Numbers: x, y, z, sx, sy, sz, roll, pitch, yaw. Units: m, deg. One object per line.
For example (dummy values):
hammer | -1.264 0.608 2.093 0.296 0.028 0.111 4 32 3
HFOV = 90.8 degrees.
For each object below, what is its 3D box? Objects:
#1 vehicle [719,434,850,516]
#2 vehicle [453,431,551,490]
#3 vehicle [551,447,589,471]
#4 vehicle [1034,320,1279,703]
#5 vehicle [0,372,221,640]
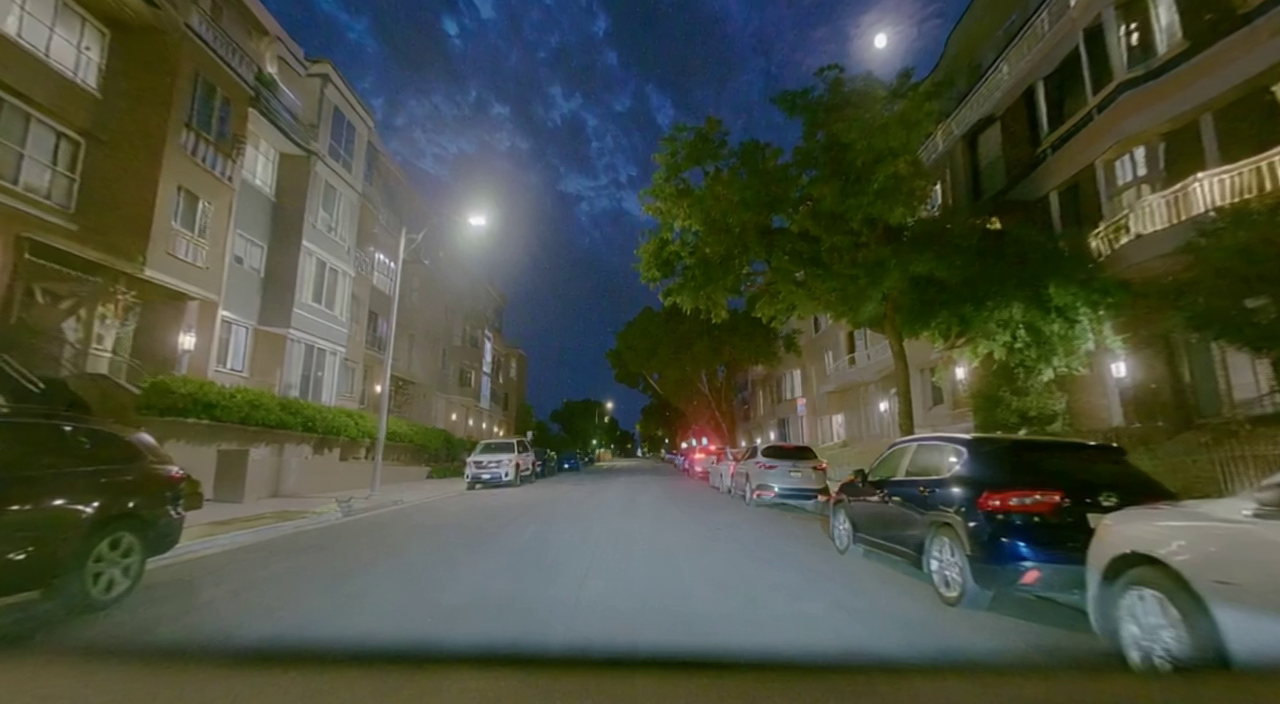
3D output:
vehicle | 3.518 3.090 16.558 2.216 1.790 5.077 0 -8 0
vehicle | -5.554 4.518 26.408 2.596 2.152 5.689 -1 -10 2
vehicle | -5.468 8.415 49.833 2.222 1.735 5.215 -1 -8 2
vehicle | 3.686 0.668 1.460 2.208 1.893 5.037 0 -8 -1
vehicle | -5.877 1.061 4.162 2.642 1.880 5.242 -1 -10 0
